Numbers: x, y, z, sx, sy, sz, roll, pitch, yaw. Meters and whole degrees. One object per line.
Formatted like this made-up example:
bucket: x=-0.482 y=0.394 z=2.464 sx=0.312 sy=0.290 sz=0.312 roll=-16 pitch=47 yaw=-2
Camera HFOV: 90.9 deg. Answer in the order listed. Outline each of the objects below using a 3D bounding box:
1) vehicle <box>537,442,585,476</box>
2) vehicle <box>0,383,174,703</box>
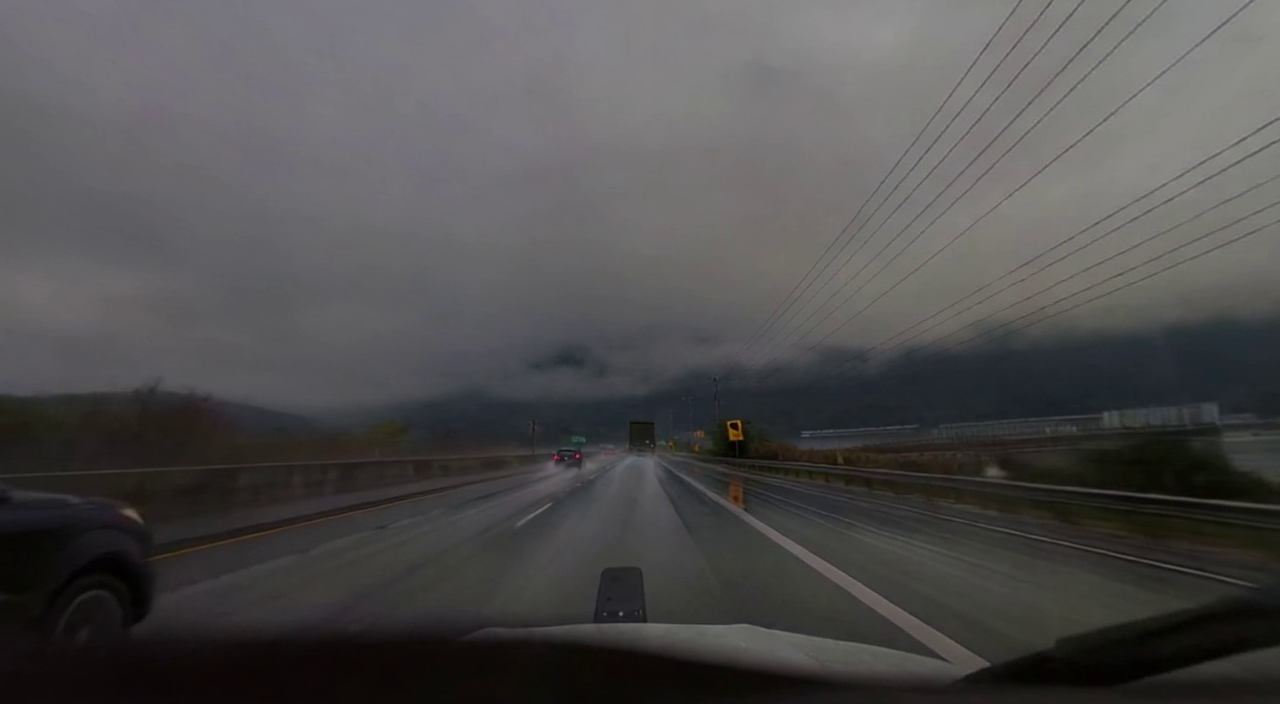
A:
vehicle: x=-4.258 y=5.836 z=34.722 sx=2.111 sy=1.735 sz=4.066 roll=0 pitch=-9 yaw=0
vehicle: x=-3.903 y=0.763 z=1.283 sx=2.049 sy=1.697 sz=4.998 roll=0 pitch=-9 yaw=0
